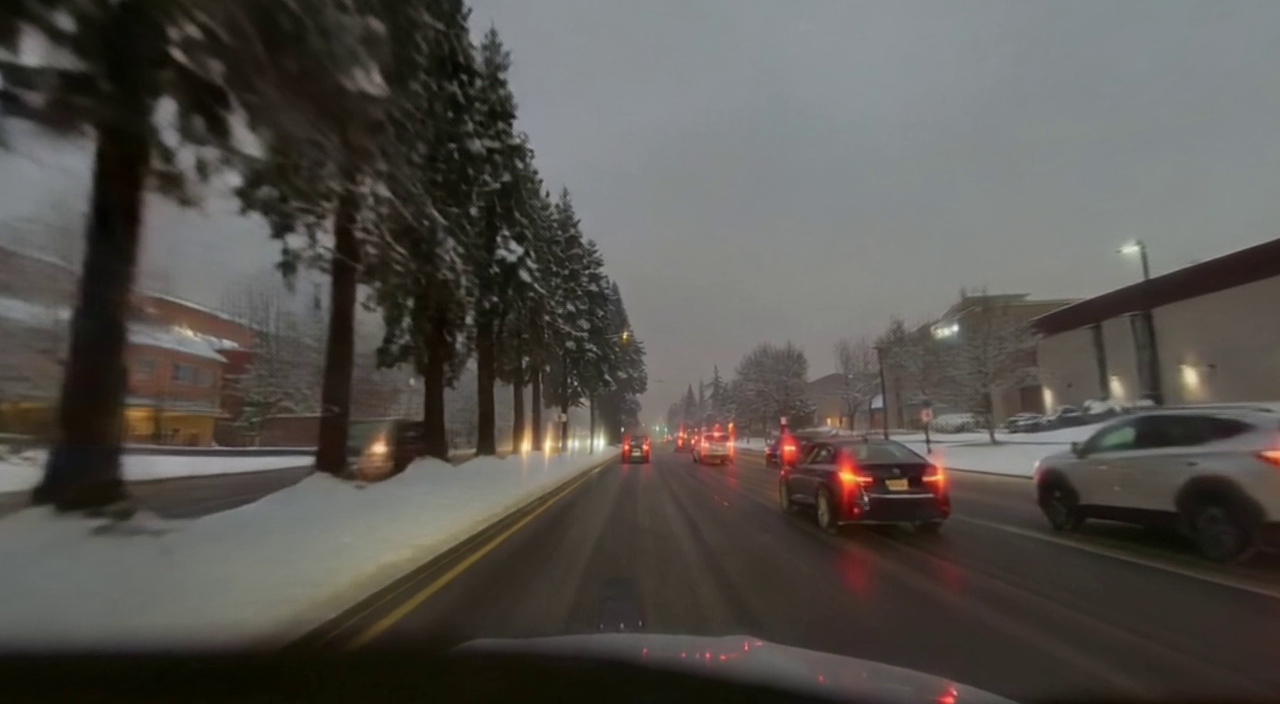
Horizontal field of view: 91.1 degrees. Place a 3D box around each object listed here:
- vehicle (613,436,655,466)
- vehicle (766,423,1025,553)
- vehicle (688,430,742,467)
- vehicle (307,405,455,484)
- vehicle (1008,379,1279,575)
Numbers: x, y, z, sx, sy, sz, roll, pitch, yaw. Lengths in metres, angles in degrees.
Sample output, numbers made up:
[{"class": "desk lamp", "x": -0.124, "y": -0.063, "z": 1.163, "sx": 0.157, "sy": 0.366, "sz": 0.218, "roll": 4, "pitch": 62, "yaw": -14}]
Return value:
[{"class": "vehicle", "x": -0.313, "y": 5.254, "z": 33.465, "sx": 2.111, "sy": 1.506, "sz": 4.018, "roll": 0, "pitch": -8, "yaw": 0}, {"class": "vehicle", "x": 3.430, "y": 1.922, "z": 9.633, "sx": 2.010, "sy": 1.490, "sz": 4.639, "roll": 0, "pitch": -8, "yaw": 0}, {"class": "vehicle", "x": 3.687, "y": 4.862, "z": 31.645, "sx": 2.130, "sy": 1.718, "sz": 4.310, "roll": 0, "pitch": -8, "yaw": -1}, {"class": "vehicle", "x": -8.236, "y": 3.061, "z": 20.767, "sx": 2.396, "sy": 2.216, "sz": 5.698, "roll": 0, "pitch": -9, "yaw": 0}, {"class": "vehicle", "x": 7.166, "y": 1.455, "z": 7.720, "sx": 2.188, "sy": 1.840, "sz": 5.050, "roll": 0, "pitch": -8, "yaw": 0}]
